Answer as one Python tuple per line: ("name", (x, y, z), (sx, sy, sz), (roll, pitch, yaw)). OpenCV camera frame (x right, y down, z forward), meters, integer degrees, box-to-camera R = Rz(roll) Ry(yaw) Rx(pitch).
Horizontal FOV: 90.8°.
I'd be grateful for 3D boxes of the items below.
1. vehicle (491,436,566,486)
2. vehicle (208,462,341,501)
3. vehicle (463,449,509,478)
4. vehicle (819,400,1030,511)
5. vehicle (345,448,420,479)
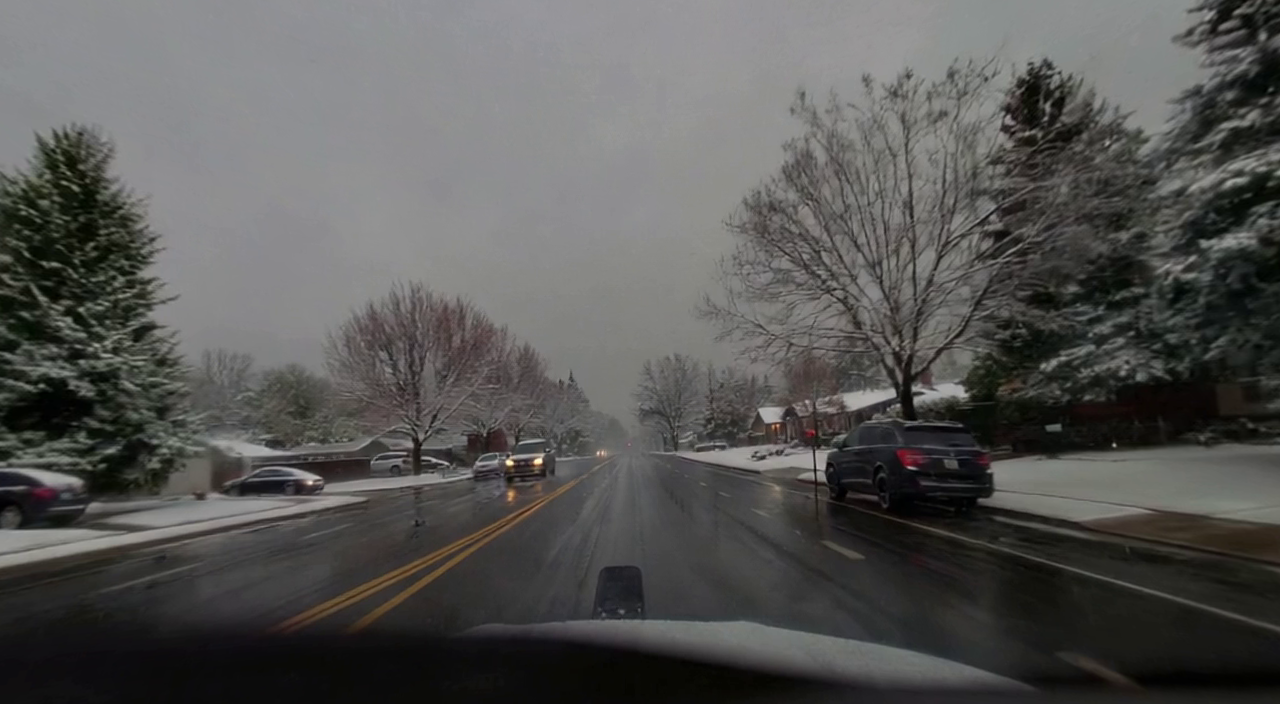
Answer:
("vehicle", (-4.437, 4.420, 26.032), (2.151, 1.830, 5.172), (0, -9, 0))
("vehicle", (-15.291, 5.429, 26.646), (4.353, 1.467, 1.931), (0, -9, -2))
("vehicle", (-9.964, 7.216, 41.185), (1.931, 1.465, 4.683), (-5, -8, -3))
("vehicle", (6.034, 2.320, 14.464), (2.205, 2.020, 5.634), (0, -9, 0))
("vehicle", (-19.683, 8.535, 48.445), (4.802, 1.868, 2.395), (-3, -7, -1))
